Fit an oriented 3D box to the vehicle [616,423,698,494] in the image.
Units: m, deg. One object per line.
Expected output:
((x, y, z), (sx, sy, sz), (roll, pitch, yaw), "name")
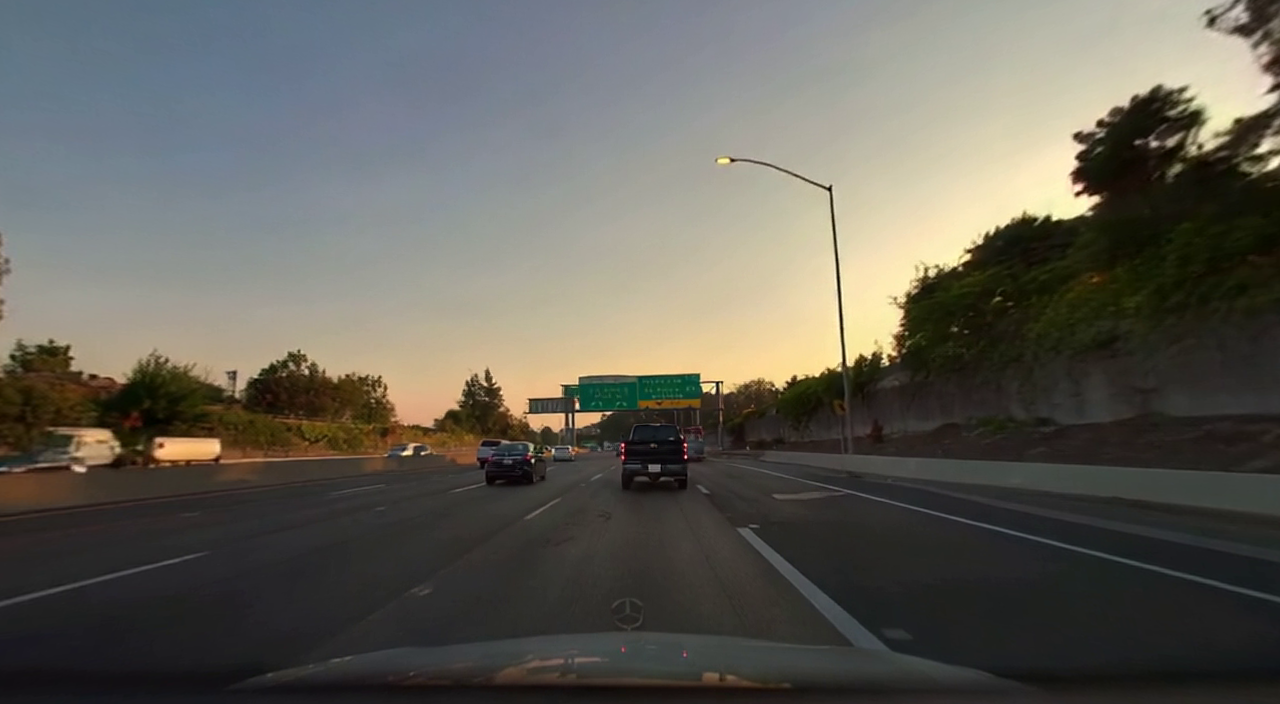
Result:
((0.445, 3.071, 18.457), (2.083, 1.792, 4.782), (0, -9, 1), "vehicle")

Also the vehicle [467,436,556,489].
((-4.225, 3.715, 21.562), (1.961, 1.591, 4.756), (0, -9, 1), "vehicle")

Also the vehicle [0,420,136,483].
((-32.962, 5.659, 36.052), (2.876, 3.255, 6.192), (0, -9, 2), "vehicle")

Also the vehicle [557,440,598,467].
((-3.836, 6.389, 39.718), (2.061, 1.584, 4.290), (0, -9, 1), "vehicle")

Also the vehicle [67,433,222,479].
((-32.827, 6.925, 42.500), (2.712, 2.693, 9.373), (0, -9, 1), "vehicle")
